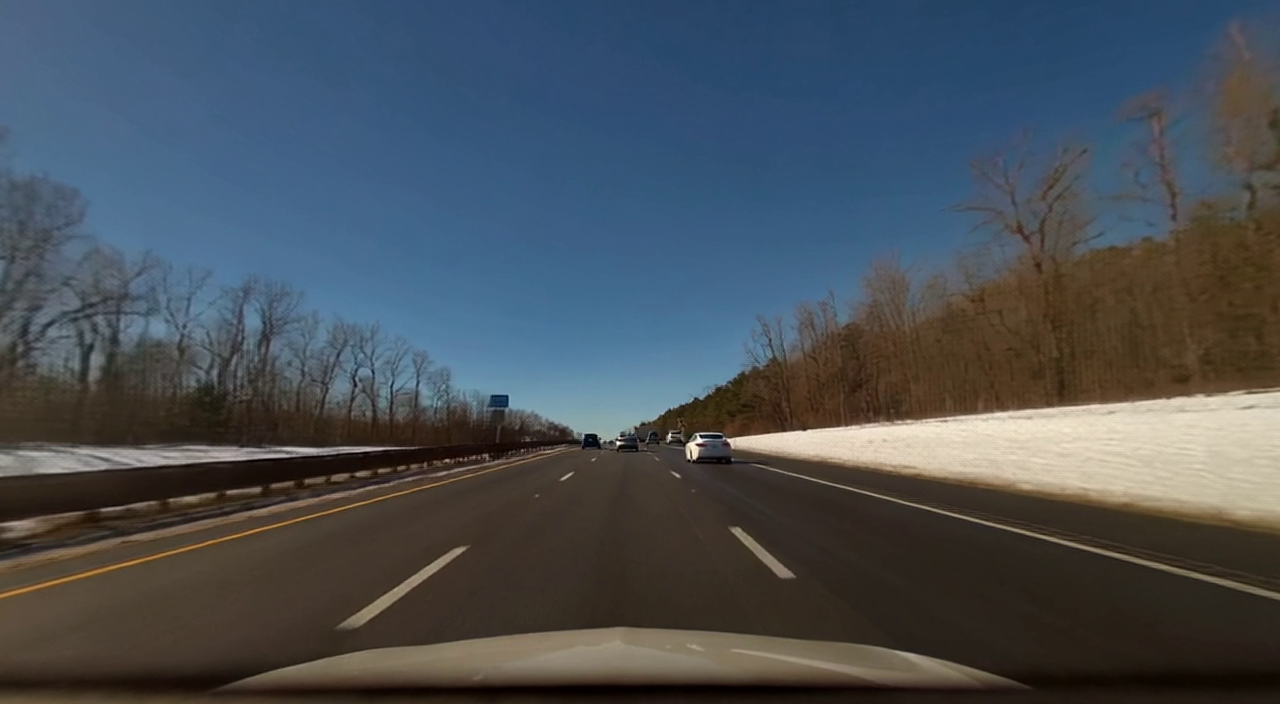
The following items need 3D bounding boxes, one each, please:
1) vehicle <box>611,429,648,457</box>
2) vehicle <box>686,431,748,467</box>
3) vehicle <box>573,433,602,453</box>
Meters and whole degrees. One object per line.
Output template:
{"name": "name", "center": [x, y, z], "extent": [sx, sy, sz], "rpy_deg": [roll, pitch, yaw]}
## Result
{"name": "vehicle", "center": [-0.658, 5.708, 39.529], "extent": [2.182, 1.680, 4.253], "rpy_deg": [0, -8, -1]}
{"name": "vehicle", "center": [3.382, 4.338, 28.479], "extent": [2.056, 1.479, 4.660], "rpy_deg": [0, -8, -2]}
{"name": "vehicle", "center": [-4.087, 7.169, 49.760], "extent": [2.041, 1.546, 4.080], "rpy_deg": [0, -8, -1]}
